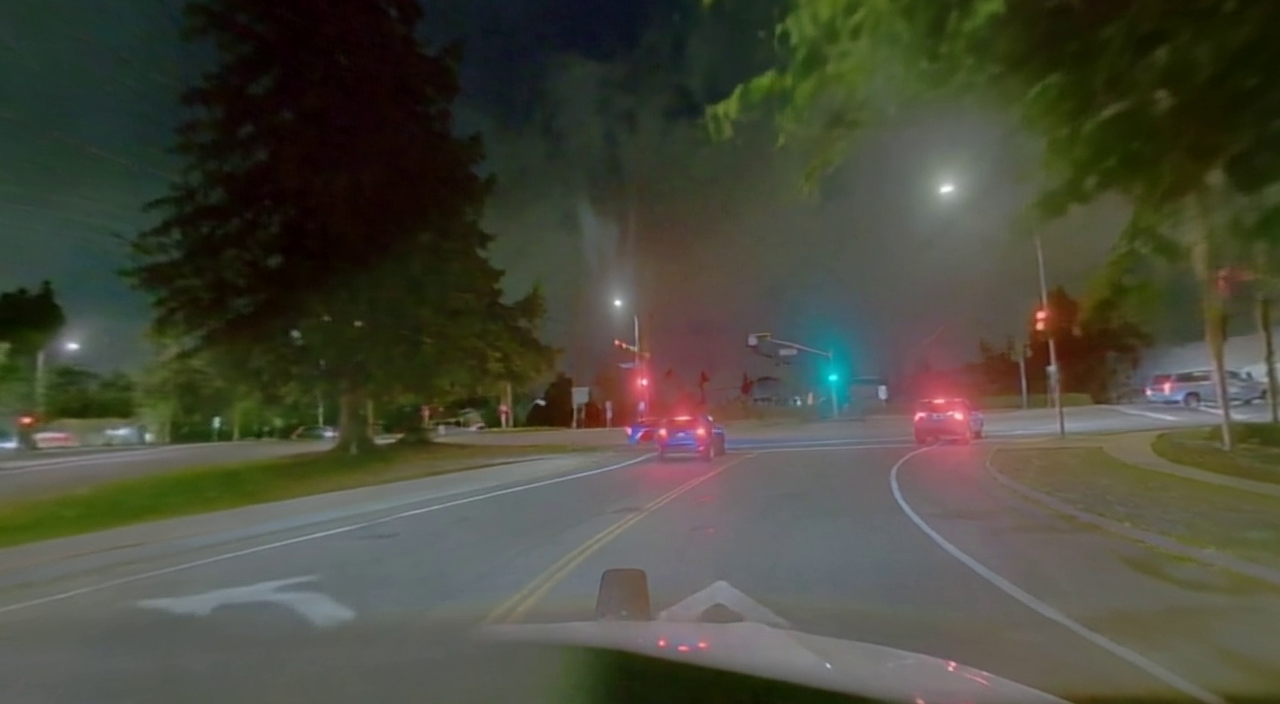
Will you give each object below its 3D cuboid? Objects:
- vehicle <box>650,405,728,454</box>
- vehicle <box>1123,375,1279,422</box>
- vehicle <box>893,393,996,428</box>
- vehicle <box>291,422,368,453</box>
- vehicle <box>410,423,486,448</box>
[{"bbox_3d":[2.053,3.144,24.937,1.928,1.726,4.704,-3,-9,19],"label":"vehicle"},{"bbox_3d":[26.217,2.233,29.667,4.950,2.022,2.221,-3,-6,18],"label":"vehicle"},{"bbox_3d":[16.002,3.109,33.388,4.636,1.668,1.935,-3,-7,20],"label":"vehicle"},{"bbox_3d":[-22.886,6.326,46.479,4.928,1.843,2.055,-5,-2,17],"label":"vehicle"},{"bbox_3d":[-12.980,5.648,42.585,4.610,1.476,2.021,-3,-4,18],"label":"vehicle"}]
